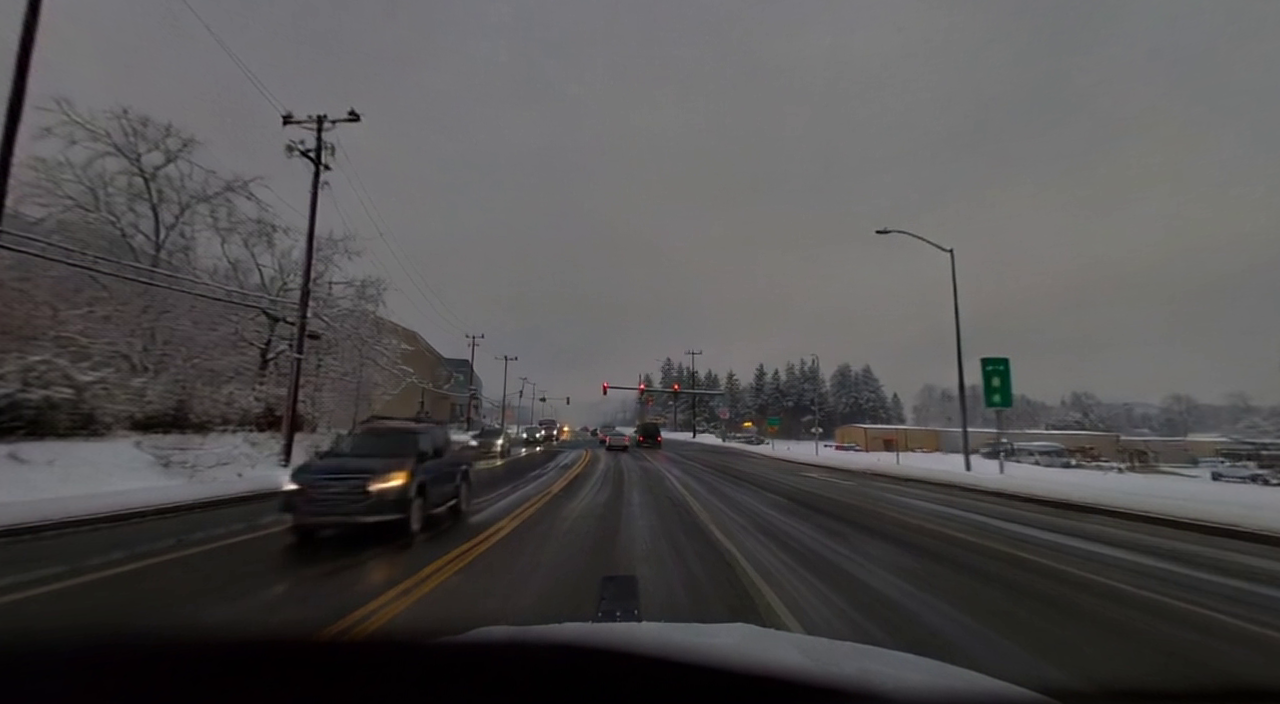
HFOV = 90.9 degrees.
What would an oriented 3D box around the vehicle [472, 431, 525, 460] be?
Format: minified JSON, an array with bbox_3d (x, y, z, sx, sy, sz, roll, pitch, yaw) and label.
[{"bbox_3d":[-7.743,5.156,34.908,2.028,1.495,4.532,0,-8,-2],"label":"vehicle"}]

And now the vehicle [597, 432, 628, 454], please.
[{"bbox_3d":[-1.943,6.344,44.014,2.060,1.491,3.873,0,-8,-3],"label":"vehicle"}]

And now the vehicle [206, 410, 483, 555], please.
[{"bbox_3d":[-3.712,1.684,8.853,2.003,1.562,3.862,0,-8,0],"label":"vehicle"}]
